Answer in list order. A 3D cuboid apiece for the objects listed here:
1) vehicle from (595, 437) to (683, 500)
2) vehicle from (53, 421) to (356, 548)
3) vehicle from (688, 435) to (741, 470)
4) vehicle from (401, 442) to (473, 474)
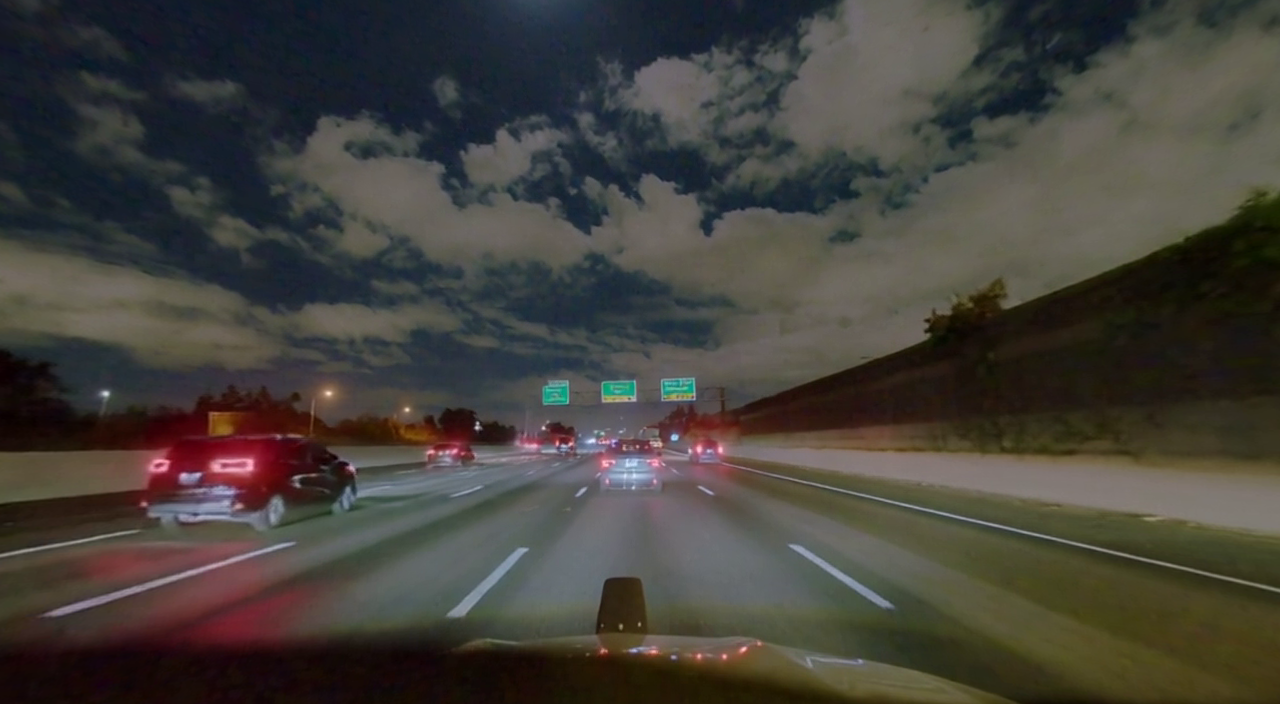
[{"bbox_3d":[-0.064,3.051,16.954,2.042,1.446,4.269,0,-8,-1],"label":"vehicle"},{"bbox_3d":[-6.752,2.074,10.560,2.060,1.669,4.242,0,-8,-1],"label":"vehicle"},{"bbox_3d":[3.870,5.307,33.581,2.100,1.707,4.342,0,-8,-2],"label":"vehicle"},{"bbox_3d":[-10.327,5.411,32.541,2.019,1.510,4.992,0,-8,0],"label":"vehicle"}]
